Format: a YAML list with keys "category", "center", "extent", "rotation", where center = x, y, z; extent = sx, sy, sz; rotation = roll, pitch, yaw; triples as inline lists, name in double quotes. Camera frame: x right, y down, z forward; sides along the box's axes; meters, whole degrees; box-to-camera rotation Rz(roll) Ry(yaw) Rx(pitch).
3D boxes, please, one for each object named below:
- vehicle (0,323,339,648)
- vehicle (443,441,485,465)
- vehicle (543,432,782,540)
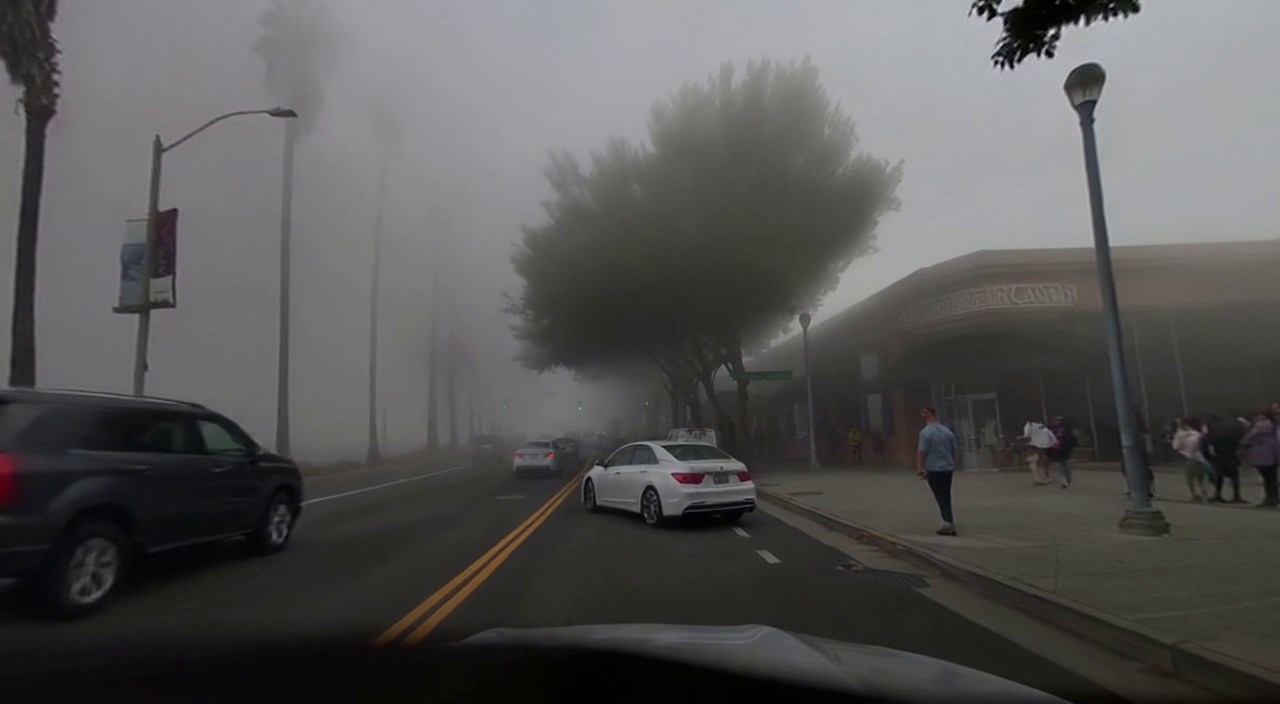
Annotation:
- category: "vehicle"
  center: [-5.296, 1.199, 6.258]
  extent: [2.164, 2.047, 5.455]
  rotation: [0, -9, -3]
- category: "vehicle"
  center: [-11.920, 6.867, 42.997]
  extent: [1.930, 1.583, 4.423]
  rotation: [0, -9, -5]
- category: "vehicle"
  center: [0.113, 2.220, 11.186]
  extent: [1.930, 1.477, 4.657]
  rotation: [5, -10, -31]
